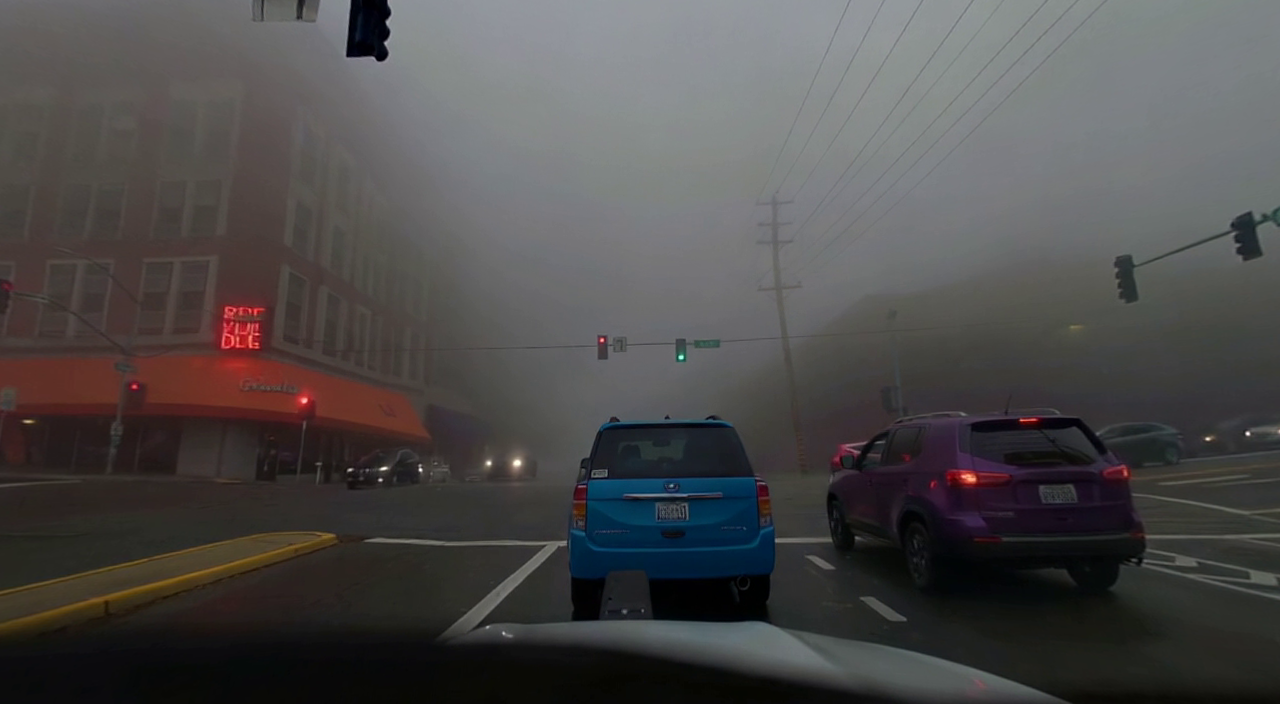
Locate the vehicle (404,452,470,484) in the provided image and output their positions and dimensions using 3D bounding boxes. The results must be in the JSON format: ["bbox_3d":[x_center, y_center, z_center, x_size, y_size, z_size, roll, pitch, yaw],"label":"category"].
[{"bbox_3d":[-12.664,7.222,39.721,2.090,1.806,4.971,-1,-8,5],"label":"vehicle"}]

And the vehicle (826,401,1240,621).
[{"bbox_3d":[3.619,1.522,6.986,1.976,1.664,4.189,0,-8,2],"label":"vehicle"}]

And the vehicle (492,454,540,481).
[{"bbox_3d":[-8.619,8.072,44.263,1.957,1.709,4.574,-1,-8,6],"label":"vehicle"}]

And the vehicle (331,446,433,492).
[{"bbox_3d":[-10.530,4.762,26.163,2.023,1.713,4.451,-1,-8,5],"label":"vehicle"}]

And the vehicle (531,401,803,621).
[{"bbox_3d":[0.258,1.514,6.860,2.098,1.682,3.778,0,-8,2],"label":"vehicle"}]
